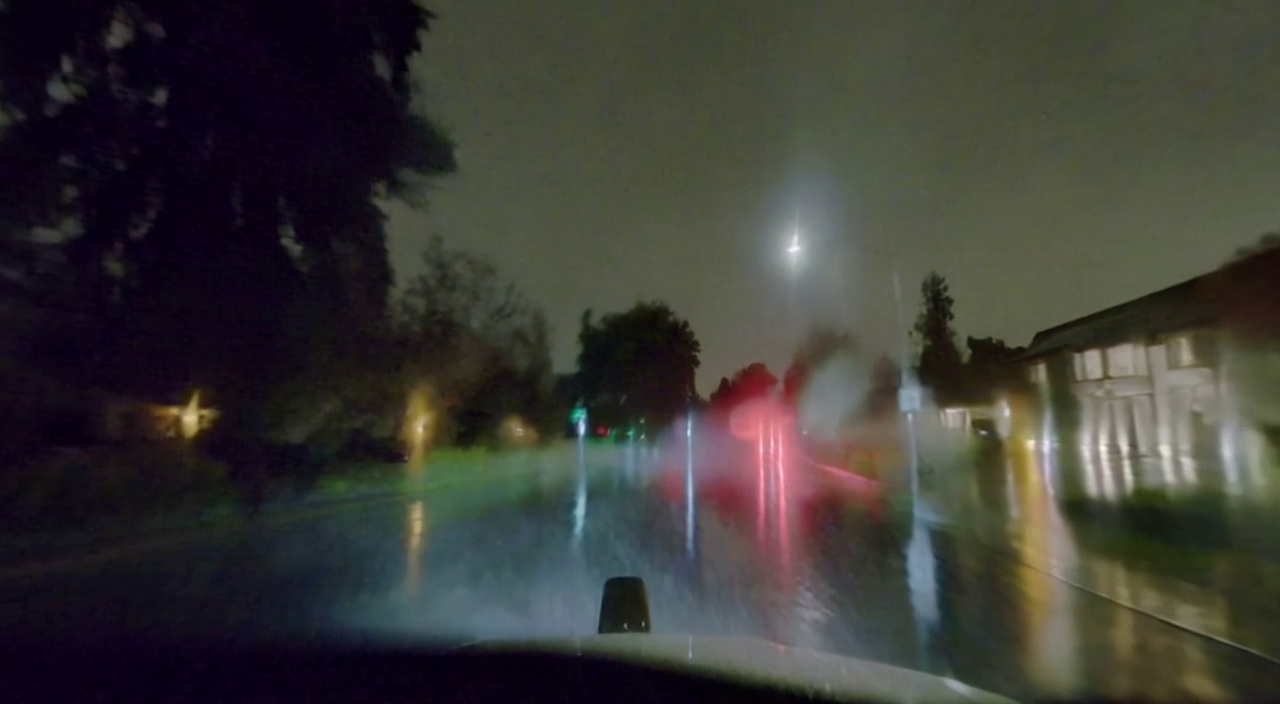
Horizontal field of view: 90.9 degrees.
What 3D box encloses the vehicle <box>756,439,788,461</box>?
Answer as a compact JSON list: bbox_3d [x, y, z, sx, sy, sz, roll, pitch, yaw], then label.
[{"bbox_3d":[9.621,7.095,45.683,2.129,1.490,4.369,-2,-9,12],"label":"vehicle"}]
